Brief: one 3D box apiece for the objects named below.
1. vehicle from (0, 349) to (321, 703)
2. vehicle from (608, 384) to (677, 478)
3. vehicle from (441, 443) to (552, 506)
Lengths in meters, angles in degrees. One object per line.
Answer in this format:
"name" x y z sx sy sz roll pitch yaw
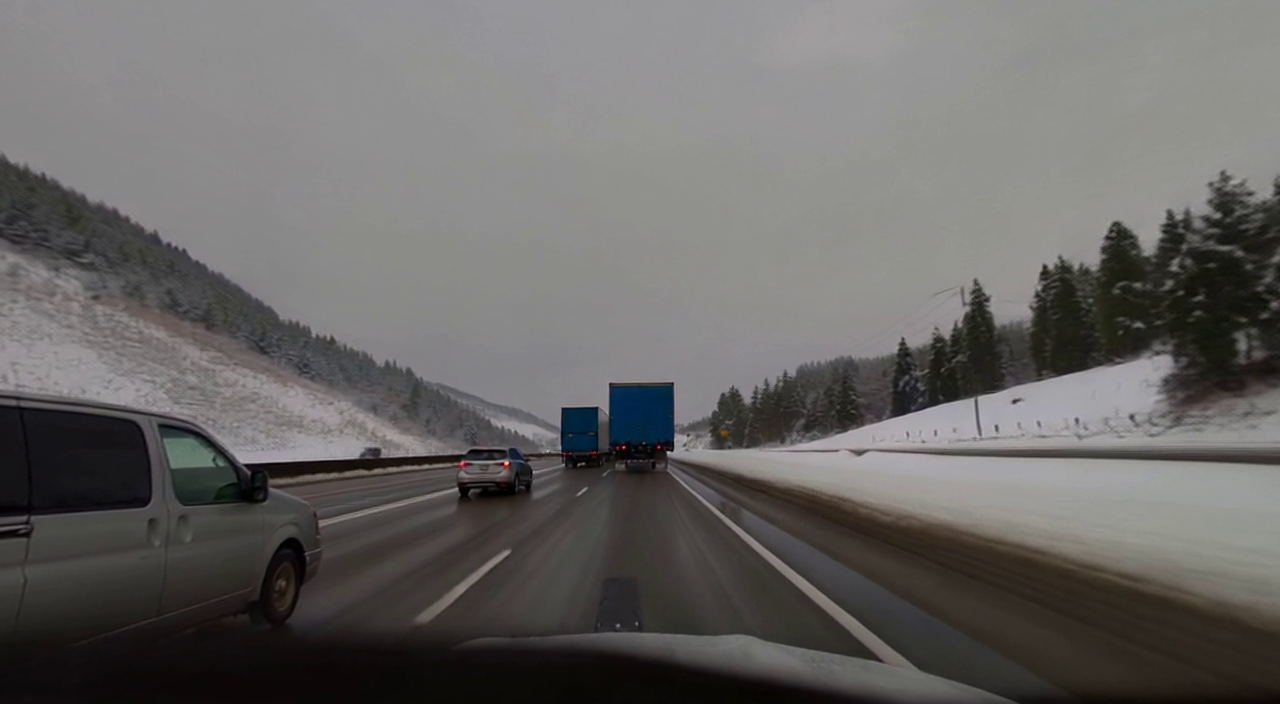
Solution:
"vehicle" -3.973 0.937 3.188 2.136 1.779 4.875 0 -8 0
"vehicle" 0.200 4.179 32.496 2.913 3.988 10.874 0 -8 1
"vehicle" -3.650 3.184 16.953 1.950 1.446 4.224 0 -8 1
